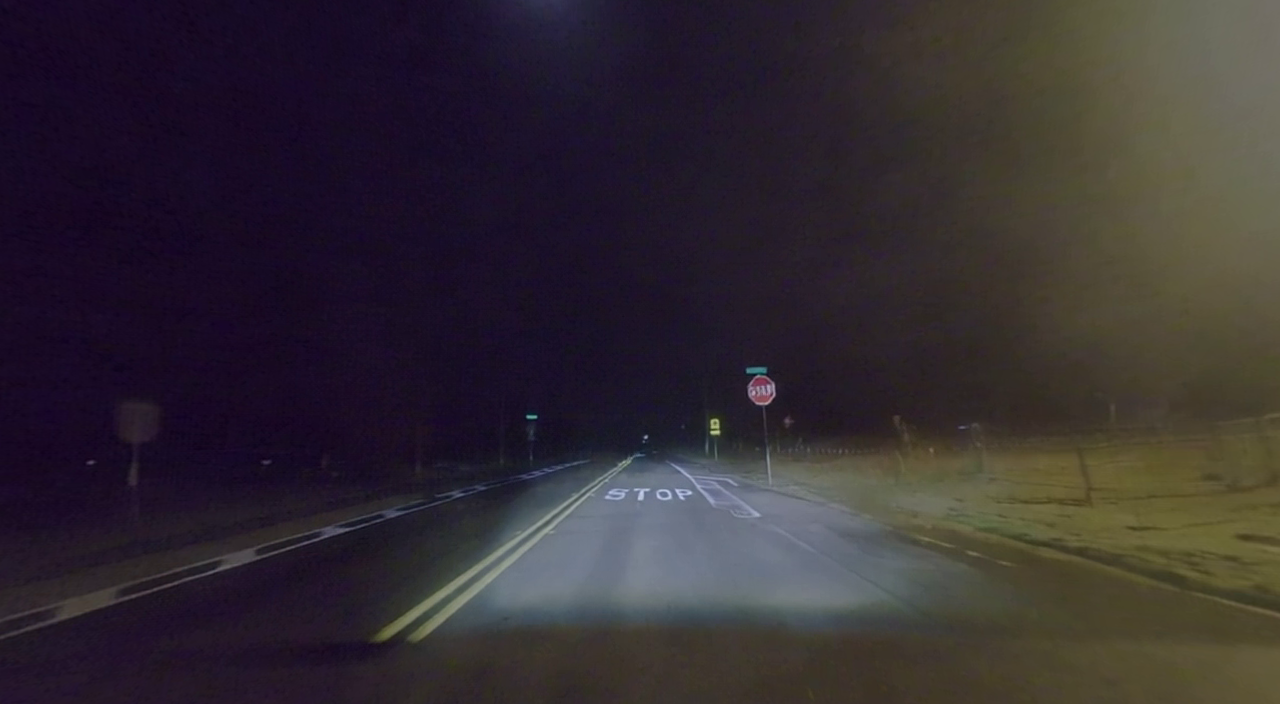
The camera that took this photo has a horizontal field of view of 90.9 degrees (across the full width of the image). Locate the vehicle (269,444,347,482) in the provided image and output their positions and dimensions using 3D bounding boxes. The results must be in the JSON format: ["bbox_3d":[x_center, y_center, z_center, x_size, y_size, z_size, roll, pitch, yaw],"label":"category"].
[{"bbox_3d":[-14.639,4.889,28.027,1.739,1.539,3.548,1,-8,-5],"label":"vehicle"}]

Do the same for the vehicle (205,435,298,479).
[{"bbox_3d":[-17.814,4.843,29.144,1.849,1.831,3.980,-1,-9,-3],"label":"vehicle"}]
